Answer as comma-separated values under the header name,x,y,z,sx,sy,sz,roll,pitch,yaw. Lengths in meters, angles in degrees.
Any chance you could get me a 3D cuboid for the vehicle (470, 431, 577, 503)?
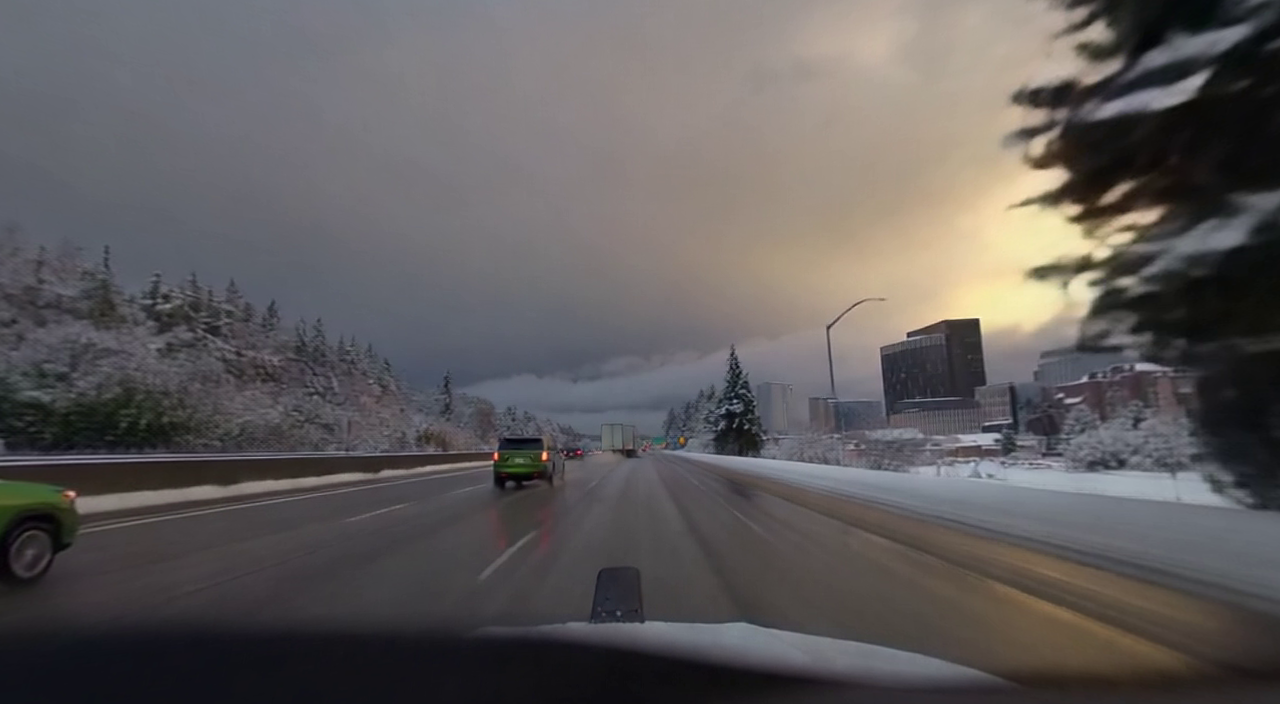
name,x,y,z,sx,sy,sz,roll,pitch,yaw
vehicle,-3.112,3.204,17.887,2.111,1.742,4.315,0,-9,1
